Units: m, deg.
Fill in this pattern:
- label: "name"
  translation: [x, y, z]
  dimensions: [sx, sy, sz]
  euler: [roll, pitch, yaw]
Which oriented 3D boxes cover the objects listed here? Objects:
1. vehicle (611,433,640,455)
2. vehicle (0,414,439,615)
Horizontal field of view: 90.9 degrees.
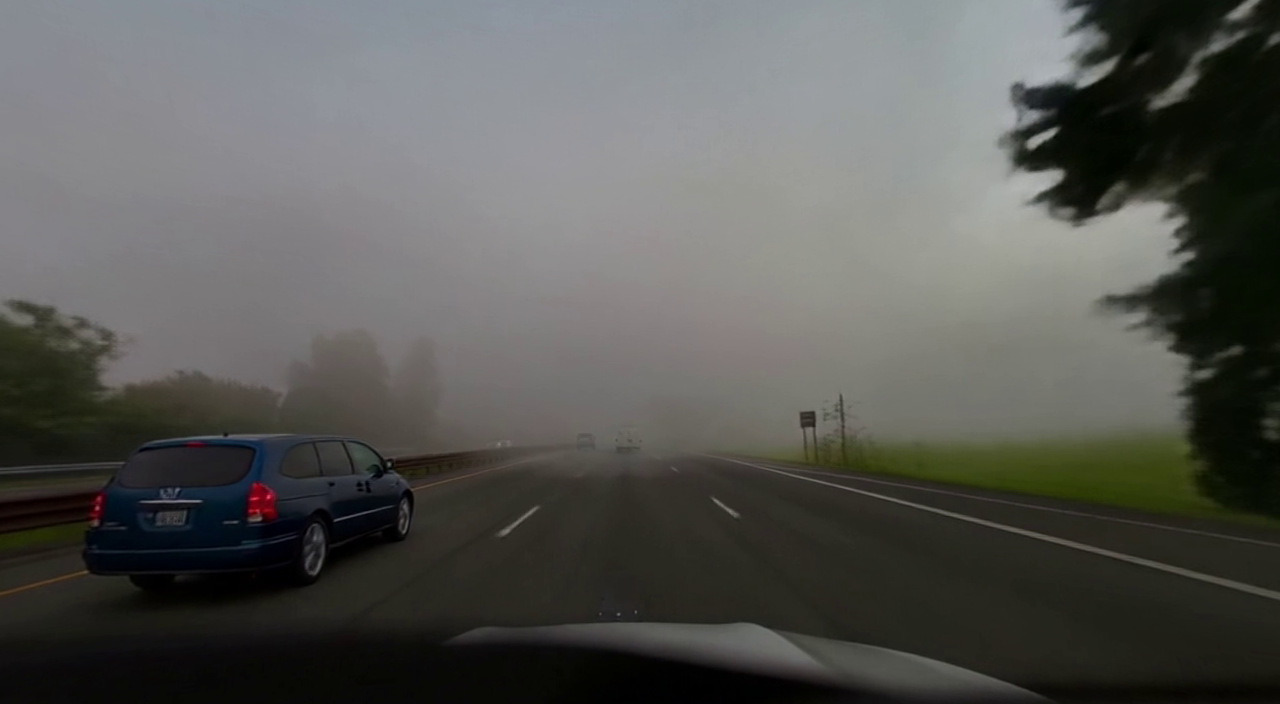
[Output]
- label: "vehicle"
  translation: [-1.068, 7.119, 48.870]
  dimensions: [2.162, 1.616, 4.242]
  euler: [0, -8, 0]
- label: "vehicle"
  translation: [-3.803, 1.489, 6.809]
  dimensions: [1.931, 1.483, 4.105]
  euler: [0, -8, -1]
